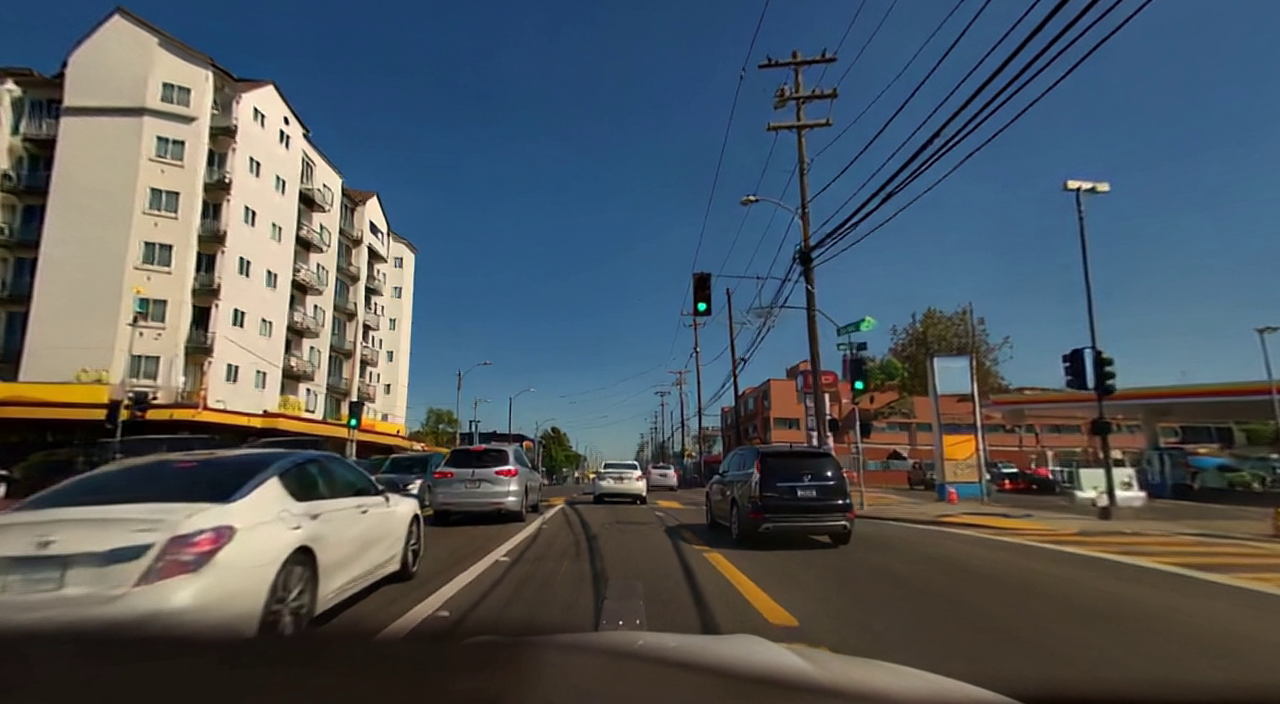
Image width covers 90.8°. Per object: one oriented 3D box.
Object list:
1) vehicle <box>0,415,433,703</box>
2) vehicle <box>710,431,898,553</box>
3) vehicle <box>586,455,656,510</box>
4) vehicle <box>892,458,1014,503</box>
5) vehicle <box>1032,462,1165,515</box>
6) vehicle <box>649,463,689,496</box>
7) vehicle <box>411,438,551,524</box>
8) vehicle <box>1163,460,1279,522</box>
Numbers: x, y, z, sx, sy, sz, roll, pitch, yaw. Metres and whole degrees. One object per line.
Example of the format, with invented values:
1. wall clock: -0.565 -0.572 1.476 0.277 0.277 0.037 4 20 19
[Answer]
1. vehicle: -3.159 1.309 4.699 1.932 1.458 4.330 0 -8 -2
2. vehicle: 2.492 2.238 10.829 1.945 1.647 4.160 0 -8 -2
3. vehicle: -0.629 4.036 20.023 1.999 1.487 3.939 0 -8 -2
4. vehicle: 12.062 4.898 24.398 4.048 1.539 1.820 3 -9 -19
5. vehicle: 15.620 4.618 21.888 1.959 1.482 4.664 -2 -9 13
6. vehicle: 1.637 7.451 37.256 1.953 1.687 4.094 0 -8 -3
7. vehicle: -3.504 2.928 14.983 2.221 1.706 4.451 0 -8 -1
8. vehicle: 21.065 4.739 22.059 1.878 1.680 4.244 -2 -7 0
